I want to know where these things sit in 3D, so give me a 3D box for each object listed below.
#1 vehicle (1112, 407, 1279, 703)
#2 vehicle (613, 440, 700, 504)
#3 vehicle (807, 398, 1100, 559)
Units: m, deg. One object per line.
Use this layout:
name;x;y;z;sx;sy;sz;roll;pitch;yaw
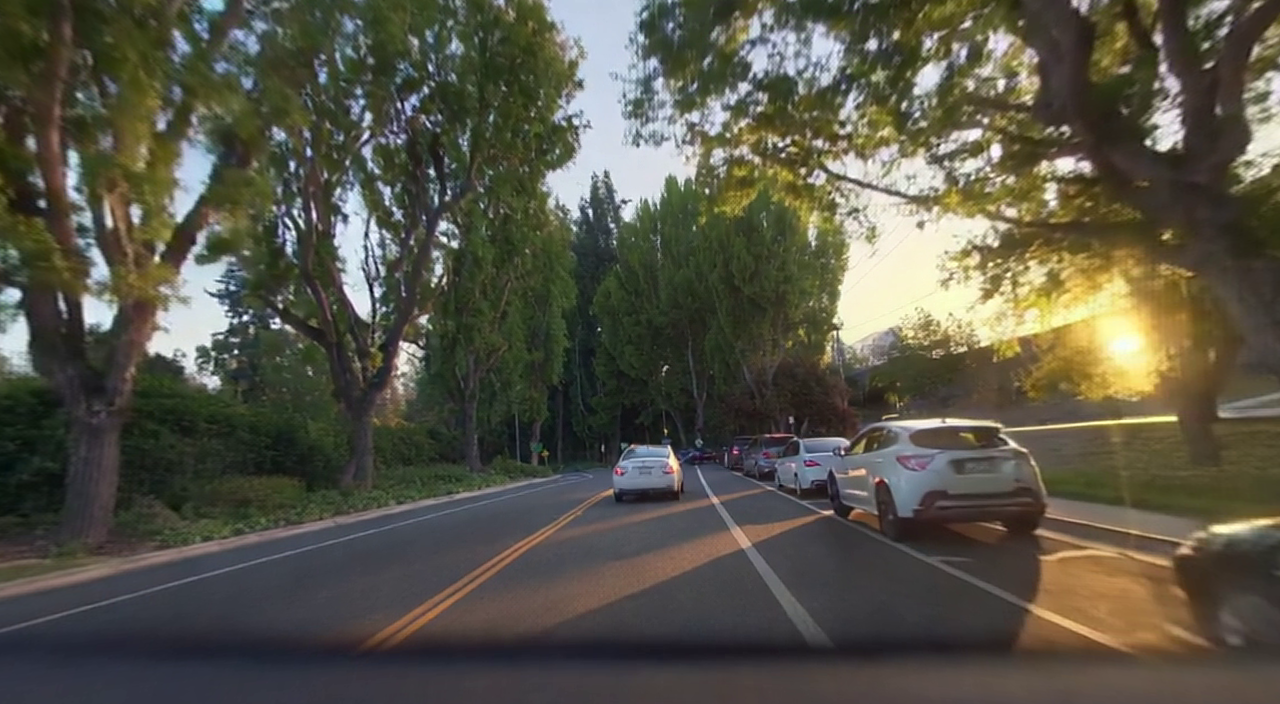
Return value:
vehicle;4.051;0.810;1.657;1.992;1.469;4.823;0;-8;2
vehicle;0.475;3.175;17.237;2.078;1.521;4.058;0;-8;2
vehicle;4.169;1.765;9.541;2.066;1.804;4.751;0;-8;2
